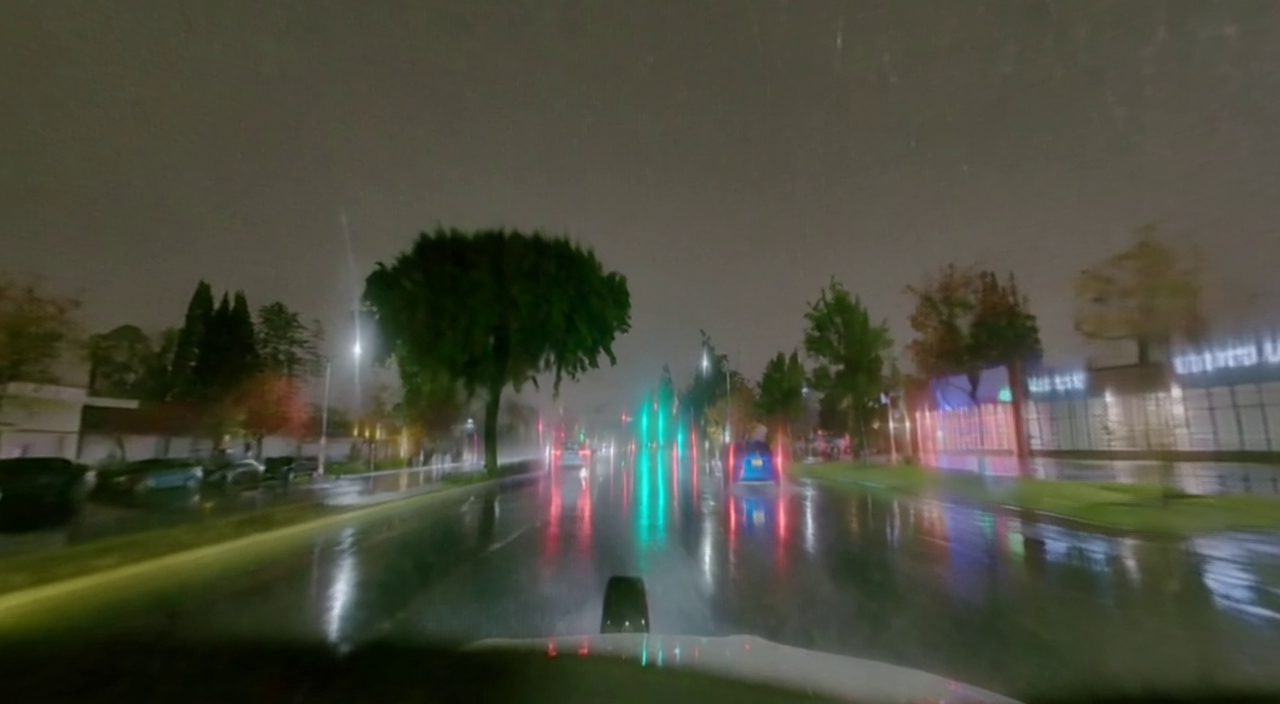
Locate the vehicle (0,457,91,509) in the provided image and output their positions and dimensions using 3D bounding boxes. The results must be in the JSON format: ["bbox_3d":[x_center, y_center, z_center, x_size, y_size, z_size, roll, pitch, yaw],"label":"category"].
[{"bbox_3d":[-22.528,4.619,22.332,1.918,1.698,4.581,-1,-8,1],"label":"vehicle"}]

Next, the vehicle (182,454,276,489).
[{"bbox_3d":[-22.248,6.439,34.371,1.887,1.669,4.753,-1,-8,1],"label":"vehicle"}]

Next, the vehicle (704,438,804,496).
[{"bbox_3d":[3.191,3.334,18.645,2.083,1.474,4.360,0,-8,-1],"label":"vehicle"}]

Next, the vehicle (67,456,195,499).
[{"bbox_3d":[-22.408,5.503,28.026,1.794,1.664,4.582,-1,-8,1],"label":"vehicle"}]

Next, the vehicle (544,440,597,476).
[{"bbox_3d":[-3.348,5.239,31.296,2.113,1.626,4.129,-1,-8,1],"label":"vehicle"}]

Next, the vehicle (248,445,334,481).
[{"bbox_3d":[-22.251,7.085,40.521,2.255,2.117,5.319,-1,-8,2],"label":"vehicle"}]

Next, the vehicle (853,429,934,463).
[{"bbox_3d":[16.822,6.308,42.243,2.160,2.093,5.795,1,-9,-10],"label":"vehicle"}]
